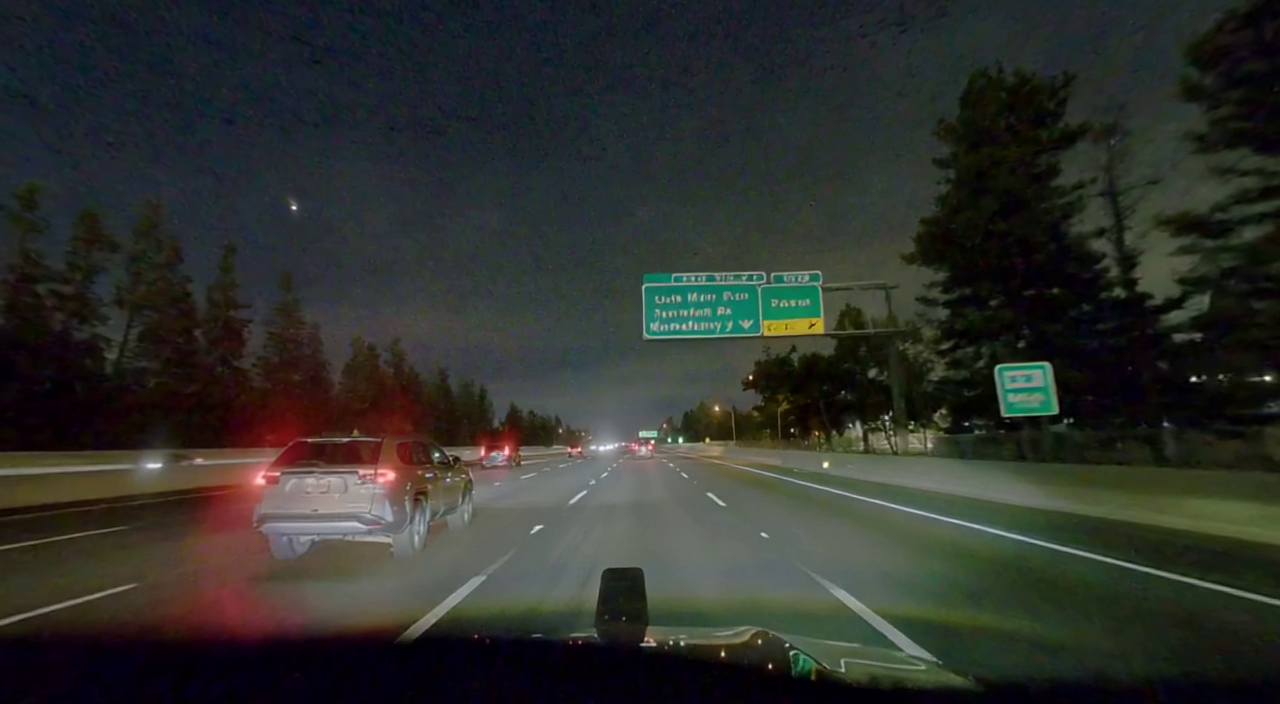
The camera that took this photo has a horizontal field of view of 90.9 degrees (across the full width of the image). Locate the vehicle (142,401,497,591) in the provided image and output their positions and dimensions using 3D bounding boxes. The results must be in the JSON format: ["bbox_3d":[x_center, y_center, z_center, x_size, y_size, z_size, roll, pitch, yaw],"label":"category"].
[{"bbox_3d":[-3.516,1.681,8.197,2.214,1.759,4.435,0,-9,1],"label":"vehicle"}]
